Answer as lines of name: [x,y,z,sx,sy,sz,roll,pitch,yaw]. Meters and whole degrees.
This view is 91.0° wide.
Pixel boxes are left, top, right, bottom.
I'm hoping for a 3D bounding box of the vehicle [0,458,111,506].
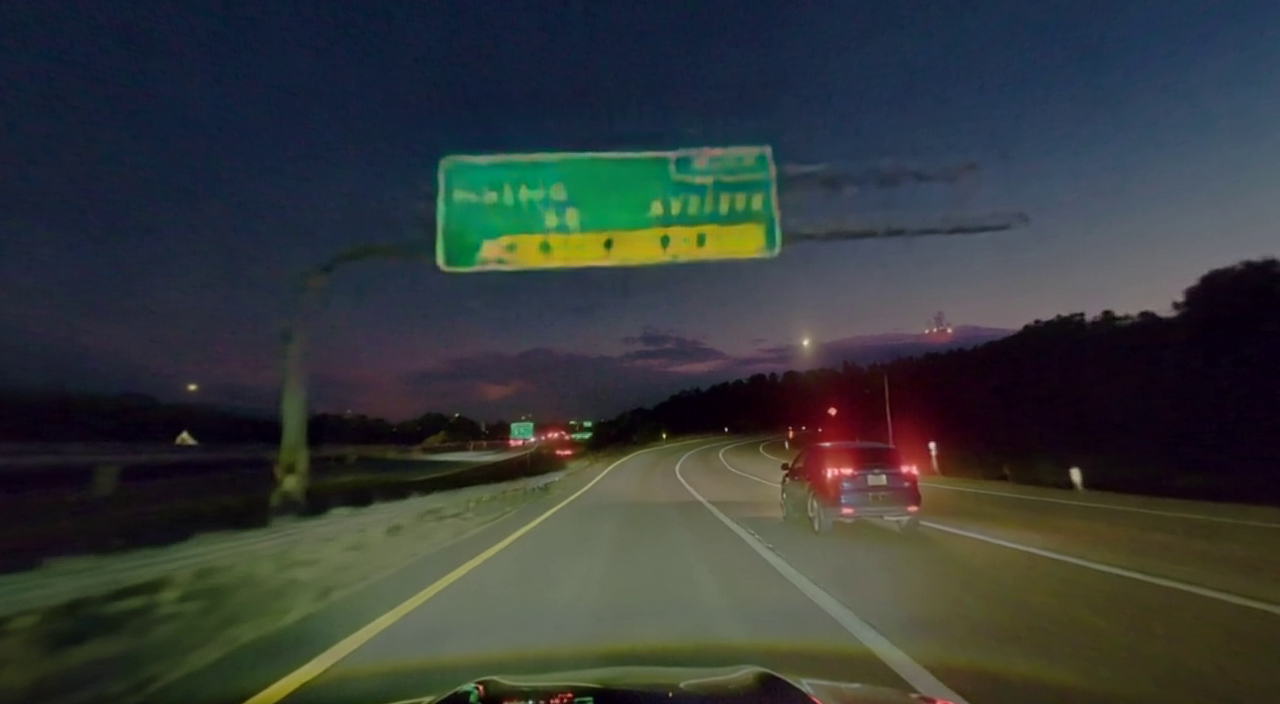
vehicle: [-26.058,5.524,27.220,2.209,1.778,5.108,1,-9,-6]
